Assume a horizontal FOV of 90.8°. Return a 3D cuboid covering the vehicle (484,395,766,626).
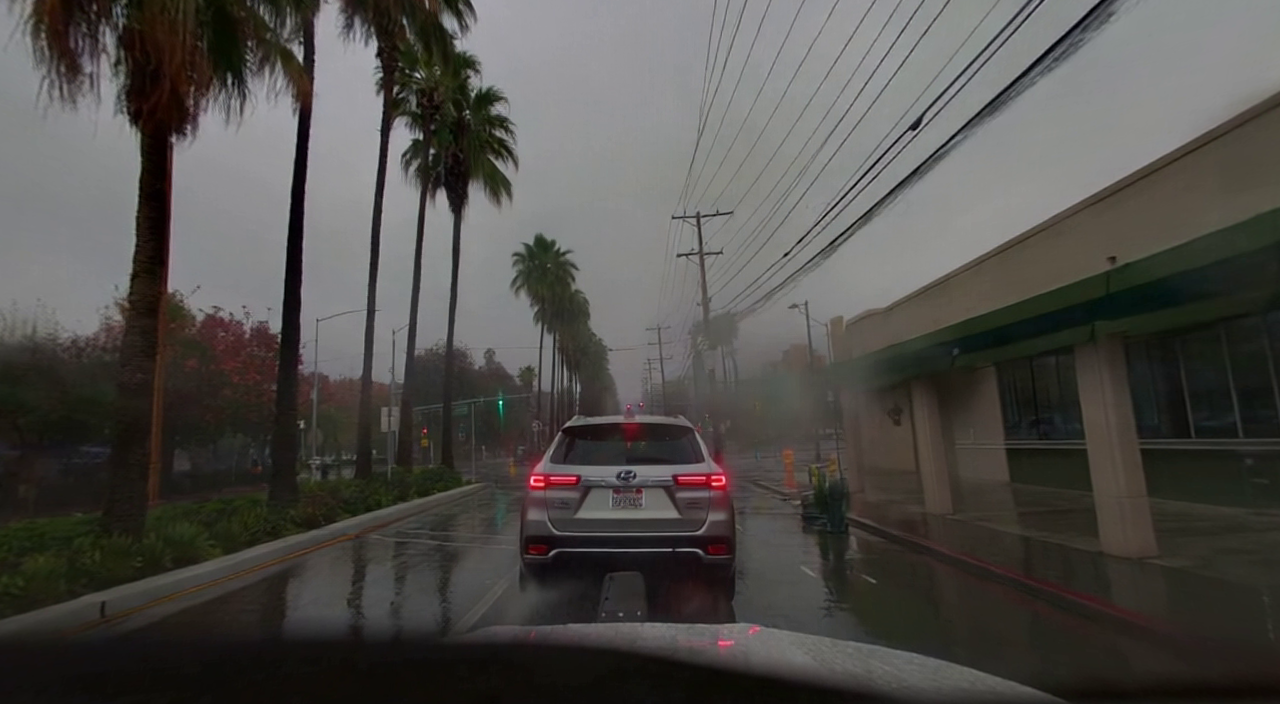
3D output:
[{"bbox_3d":[-0.194,1.456,6.686,2.105,1.702,3.750,0,-8,-3],"label":"vehicle"}]
